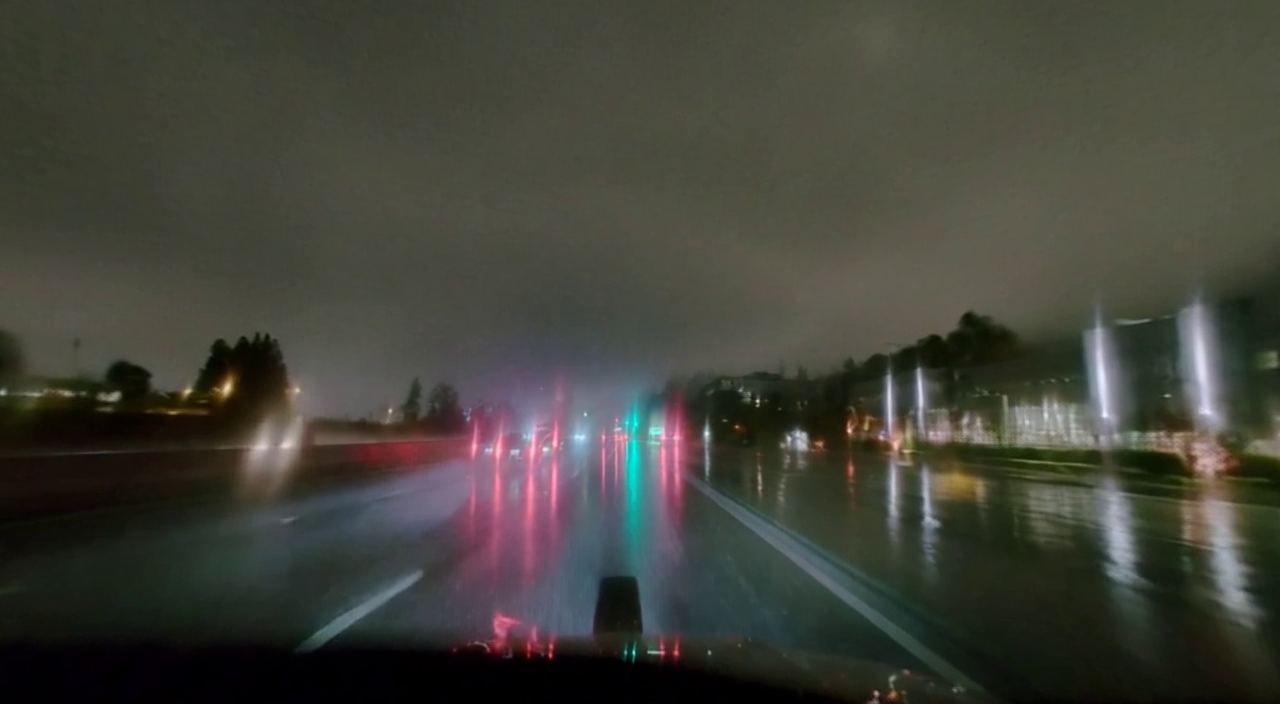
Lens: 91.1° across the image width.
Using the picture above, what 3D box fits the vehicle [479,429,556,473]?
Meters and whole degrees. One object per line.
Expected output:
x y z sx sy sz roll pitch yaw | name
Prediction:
-4.455 3.669 23.611 1.996 1.490 4.571 0 -8 0 | vehicle

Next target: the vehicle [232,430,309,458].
-20.891 5.207 35.716 1.847 1.522 4.153 0 -8 0 | vehicle
